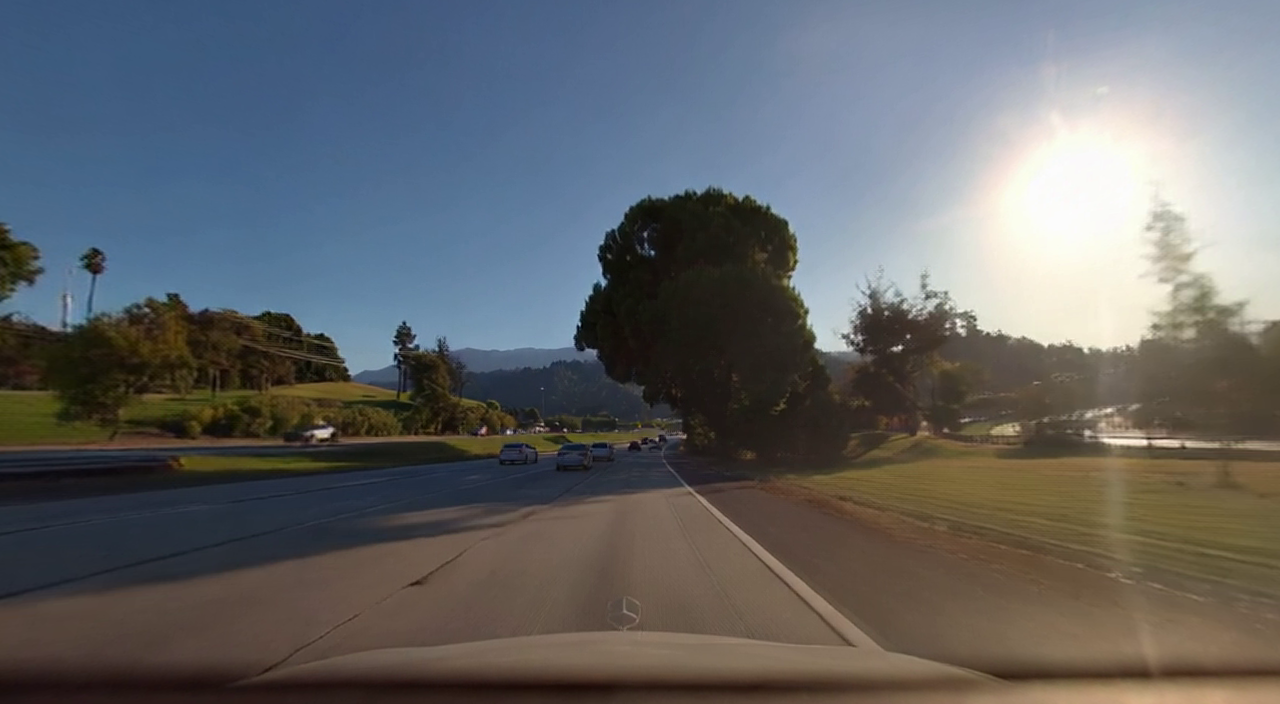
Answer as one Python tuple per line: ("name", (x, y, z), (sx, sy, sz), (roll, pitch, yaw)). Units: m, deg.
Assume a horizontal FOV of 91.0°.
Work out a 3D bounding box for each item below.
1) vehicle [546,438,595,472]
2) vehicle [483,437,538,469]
("vehicle", (-3.758, 5.648, 34.663), (2.035, 1.673, 4.469), (0, -9, 2))
("vehicle", (-7.465, 5.896, 36.792), (2.108, 1.686, 4.556), (0, -9, 2))
